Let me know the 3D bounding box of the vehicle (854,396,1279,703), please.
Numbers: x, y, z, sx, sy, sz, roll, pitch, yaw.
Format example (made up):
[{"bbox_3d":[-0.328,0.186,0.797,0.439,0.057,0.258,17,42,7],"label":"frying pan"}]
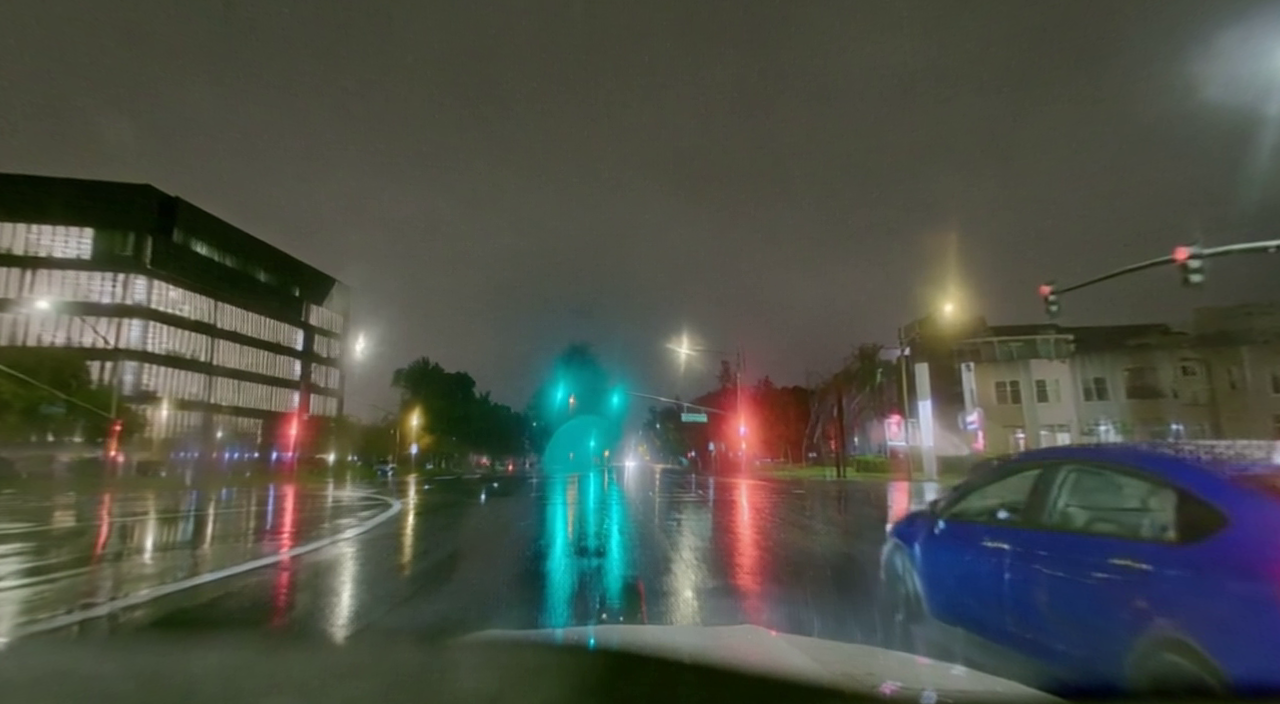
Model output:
[{"bbox_3d":[3.136,1.146,3.584,2.089,1.539,4.767,0,-9,-1],"label":"vehicle"}]
